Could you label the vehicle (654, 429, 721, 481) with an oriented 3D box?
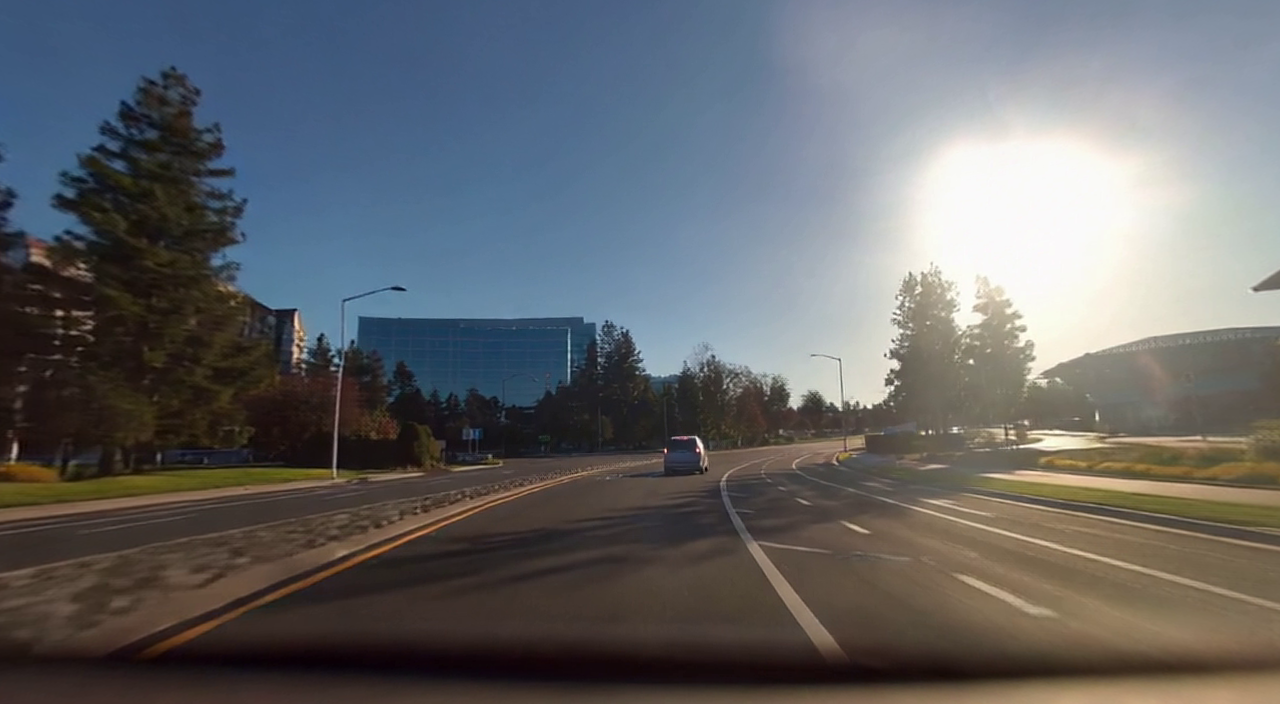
[{"bbox_3d":[2.138,4.291,26.409,2.371,1.926,5.615,-2,-9,9],"label":"vehicle"}]
